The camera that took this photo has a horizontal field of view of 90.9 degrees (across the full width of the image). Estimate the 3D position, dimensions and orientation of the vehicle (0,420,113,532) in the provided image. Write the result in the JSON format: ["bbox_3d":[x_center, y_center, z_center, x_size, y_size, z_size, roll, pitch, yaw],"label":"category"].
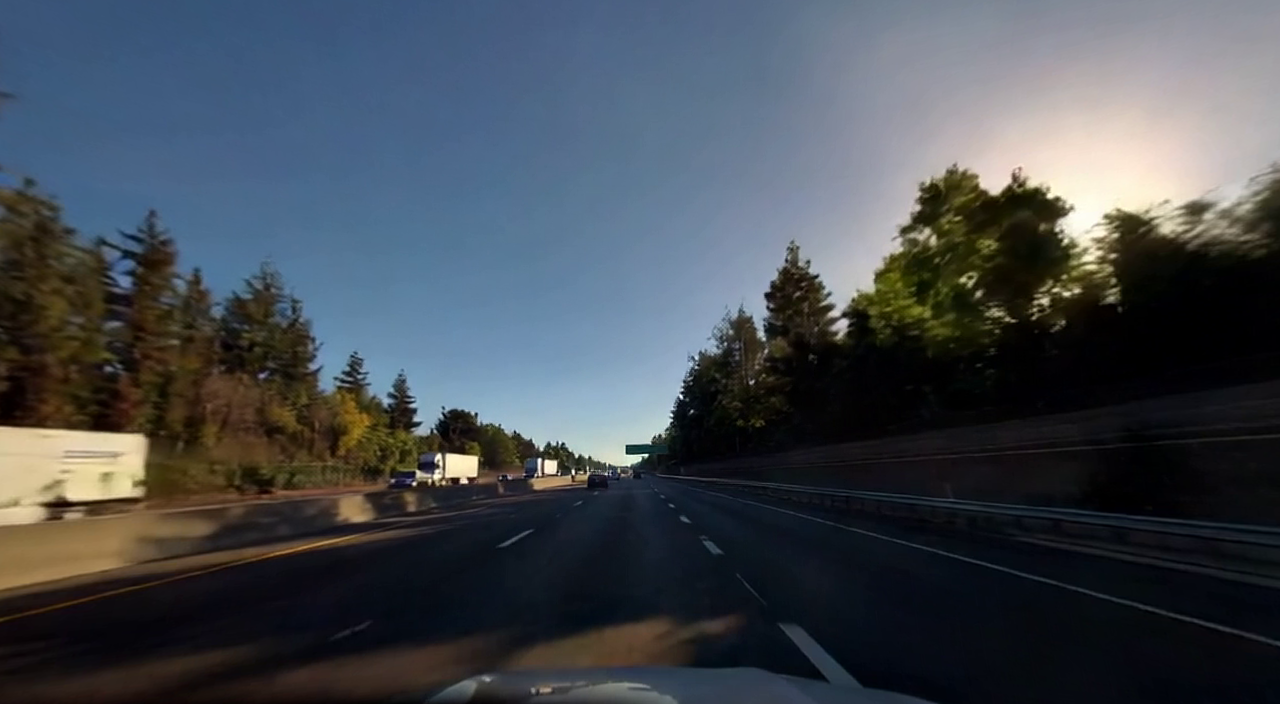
[{"bbox_3d":[-17.120,3.040,15.447,2.485,2.734,6.652,1,-11,0],"label":"vehicle"}]
